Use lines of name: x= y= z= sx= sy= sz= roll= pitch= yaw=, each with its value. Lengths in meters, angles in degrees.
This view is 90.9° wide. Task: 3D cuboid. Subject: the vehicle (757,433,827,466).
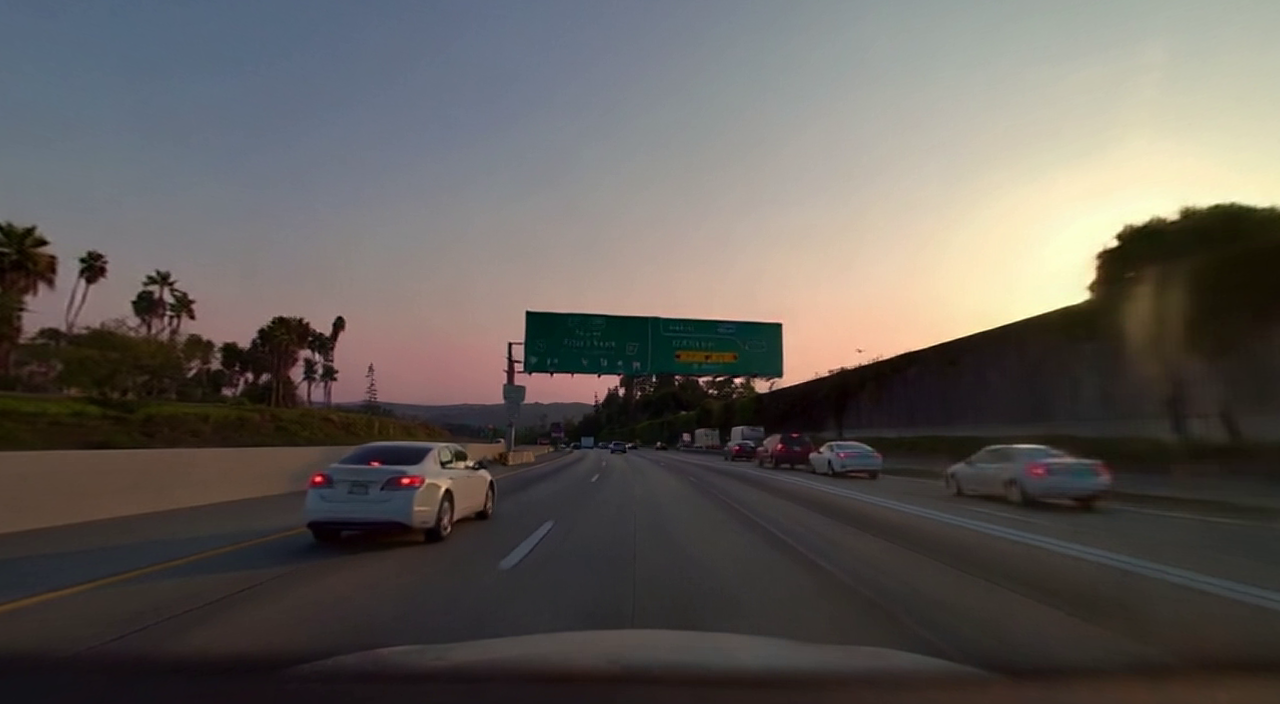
vehicle: x=8.213 y=5.363 z=34.744 sx=2.345 sy=1.637 sz=5.558 roll=0 pitch=-8 yaw=-2

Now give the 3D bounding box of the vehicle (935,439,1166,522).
vehicle: x=8.531 y=2.661 z=13.726 sx=1.984 sy=1.477 sz=4.385 roll=0 pitch=-8 yaw=-1

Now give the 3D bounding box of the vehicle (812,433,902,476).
vehicle: x=8.774 y=4.164 z=25.932 sx=1.957 sy=1.584 sz=4.272 roll=0 pitch=-8 yaw=-3

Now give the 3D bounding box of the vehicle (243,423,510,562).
vehicle: x=-3.405 y=1.889 z=9.251 sx=2.109 sy=1.536 sz=4.174 roll=0 pitch=-8 yaw=0

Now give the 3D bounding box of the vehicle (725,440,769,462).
vehicle: x=7.913 y=7.382 z=47.199 sx=2.052 sy=1.468 sz=5.333 roll=0 pitch=-8 yaw=-3
